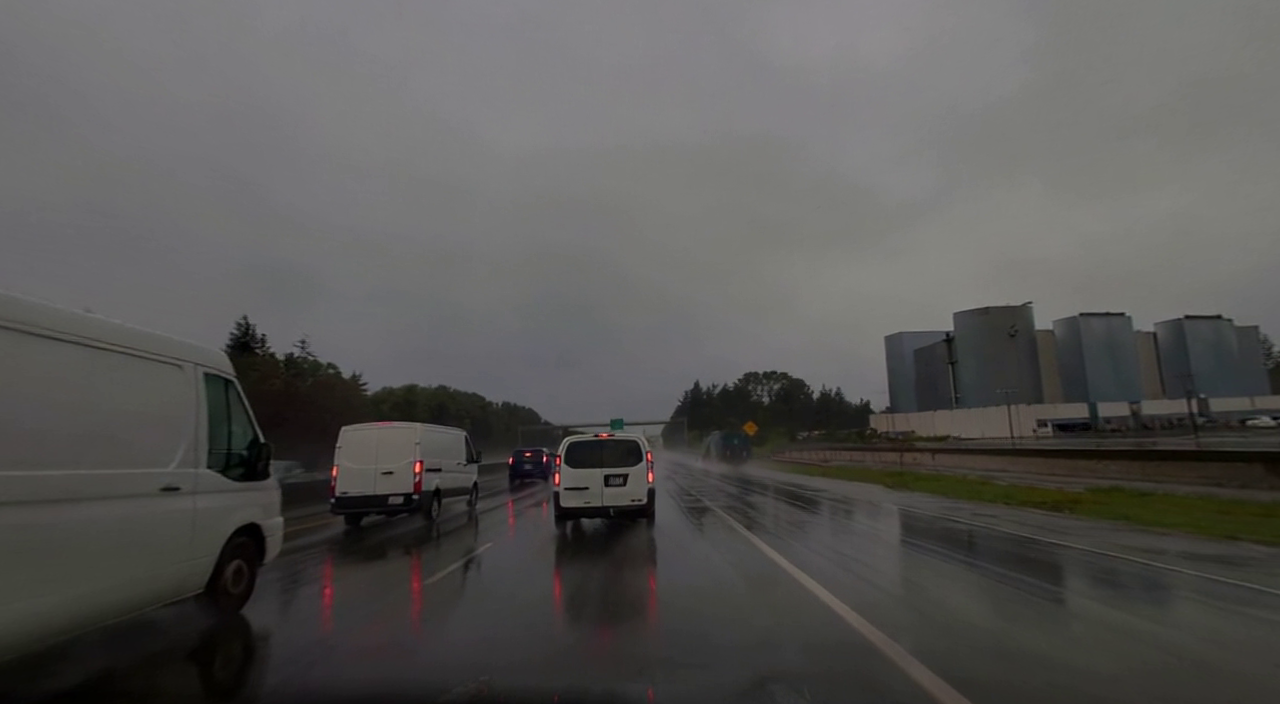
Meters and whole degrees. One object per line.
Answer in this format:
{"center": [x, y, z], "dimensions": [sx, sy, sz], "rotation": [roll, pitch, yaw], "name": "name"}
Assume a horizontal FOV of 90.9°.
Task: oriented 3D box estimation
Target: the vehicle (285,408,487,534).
{"center": [-4.601, 2.248, 12.343], "dimensions": [2.043, 1.987, 4.486], "rotation": [0, -9, 0], "name": "vehicle"}

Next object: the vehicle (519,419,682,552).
{"center": [-0.506, 2.017, 10.083], "dimensions": [2.093, 1.695, 3.782], "rotation": [0, -9, 0], "name": "vehicle"}

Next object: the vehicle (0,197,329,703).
{"center": [-4.478, 0.497, 3.162], "dimensions": [2.248, 2.626, 6.837], "rotation": [0, -9, 0], "name": "vehicle"}

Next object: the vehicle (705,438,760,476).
{"center": [4.501, 5.201, 31.319], "dimensions": [2.003, 1.754, 4.134], "rotation": [0, -9, -1], "name": "vehicle"}

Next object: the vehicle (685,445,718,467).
{"center": [4.306, 7.361, 44.745], "dimensions": [1.874, 1.512, 3.723], "rotation": [0, -9, -1], "name": "vehicle"}
